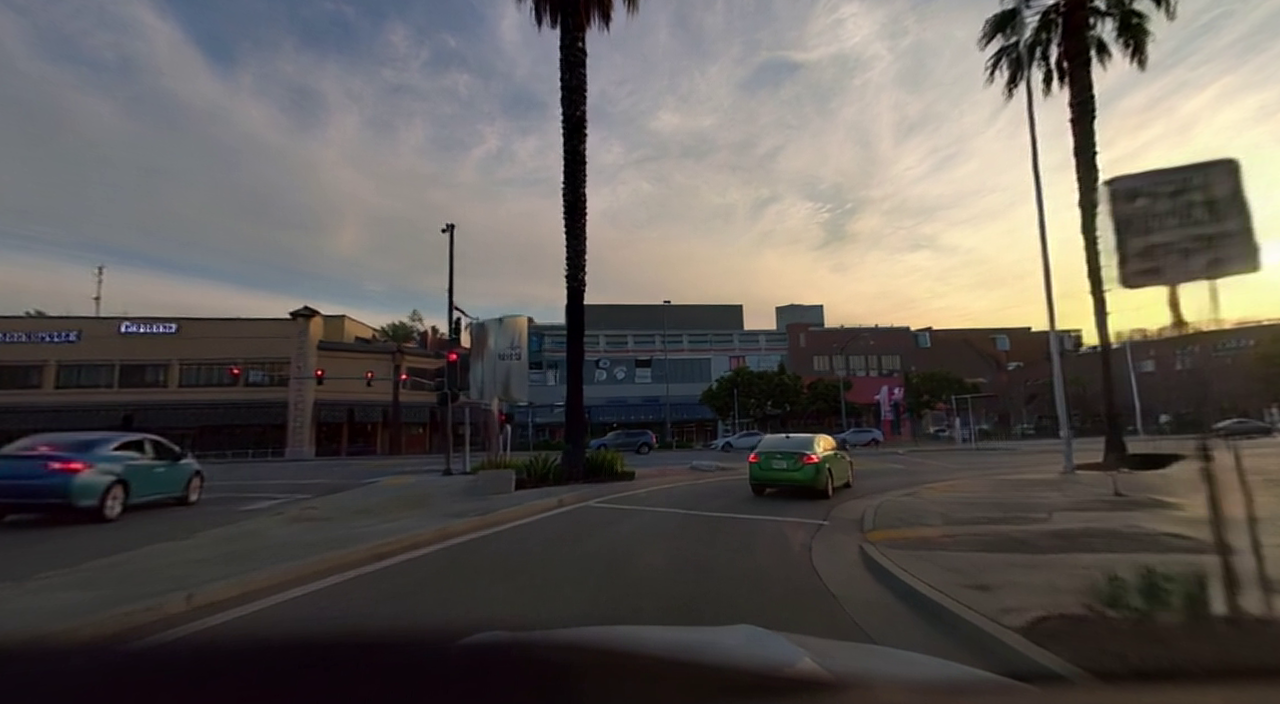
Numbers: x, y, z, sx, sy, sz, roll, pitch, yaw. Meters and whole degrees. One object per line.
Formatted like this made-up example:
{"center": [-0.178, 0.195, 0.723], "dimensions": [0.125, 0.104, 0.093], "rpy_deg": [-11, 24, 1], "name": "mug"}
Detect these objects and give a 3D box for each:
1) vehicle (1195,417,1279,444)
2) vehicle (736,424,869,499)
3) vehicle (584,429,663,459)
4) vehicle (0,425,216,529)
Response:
{"center": [37.466, 4.875, 39.023], "dimensions": [4.458, 1.589, 2.044], "rpy_deg": [1, -7, -3], "name": "vehicle"}
{"center": [4.103, 2.601, 15.349], "dimensions": [2.070, 1.493, 4.570], "rpy_deg": [-4, -10, 27], "name": "vehicle"}
{"center": [-1.081, 5.806, 39.939], "dimensions": [4.757, 1.633, 1.932], "rpy_deg": [0, -8, -11], "name": "vehicle"}
{"center": [-9.904, 2.145, 11.348], "dimensions": [1.912, 1.487, 4.471], "rpy_deg": [1, -9, -7], "name": "vehicle"}
